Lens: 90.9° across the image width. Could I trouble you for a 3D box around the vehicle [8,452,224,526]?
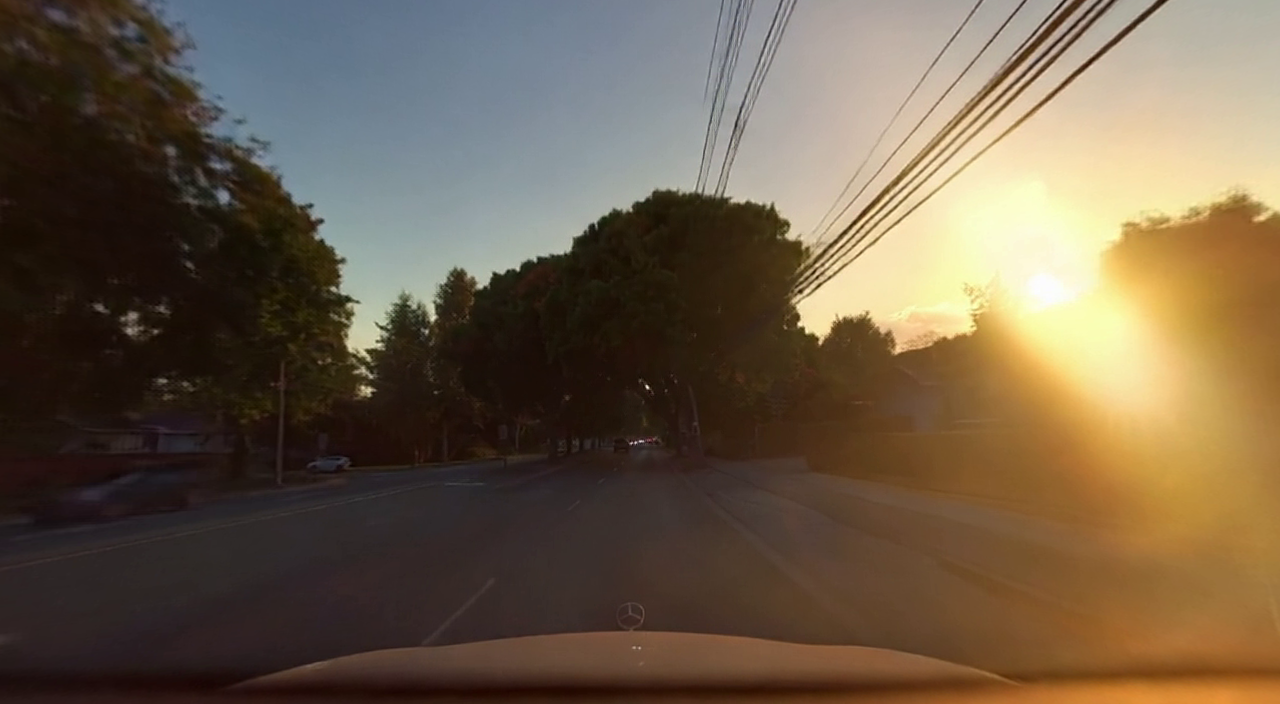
[{"bbox_3d":[-14.183,3.660,17.538,1.996,1.695,4.635,0,-8,0],"label":"vehicle"}]
